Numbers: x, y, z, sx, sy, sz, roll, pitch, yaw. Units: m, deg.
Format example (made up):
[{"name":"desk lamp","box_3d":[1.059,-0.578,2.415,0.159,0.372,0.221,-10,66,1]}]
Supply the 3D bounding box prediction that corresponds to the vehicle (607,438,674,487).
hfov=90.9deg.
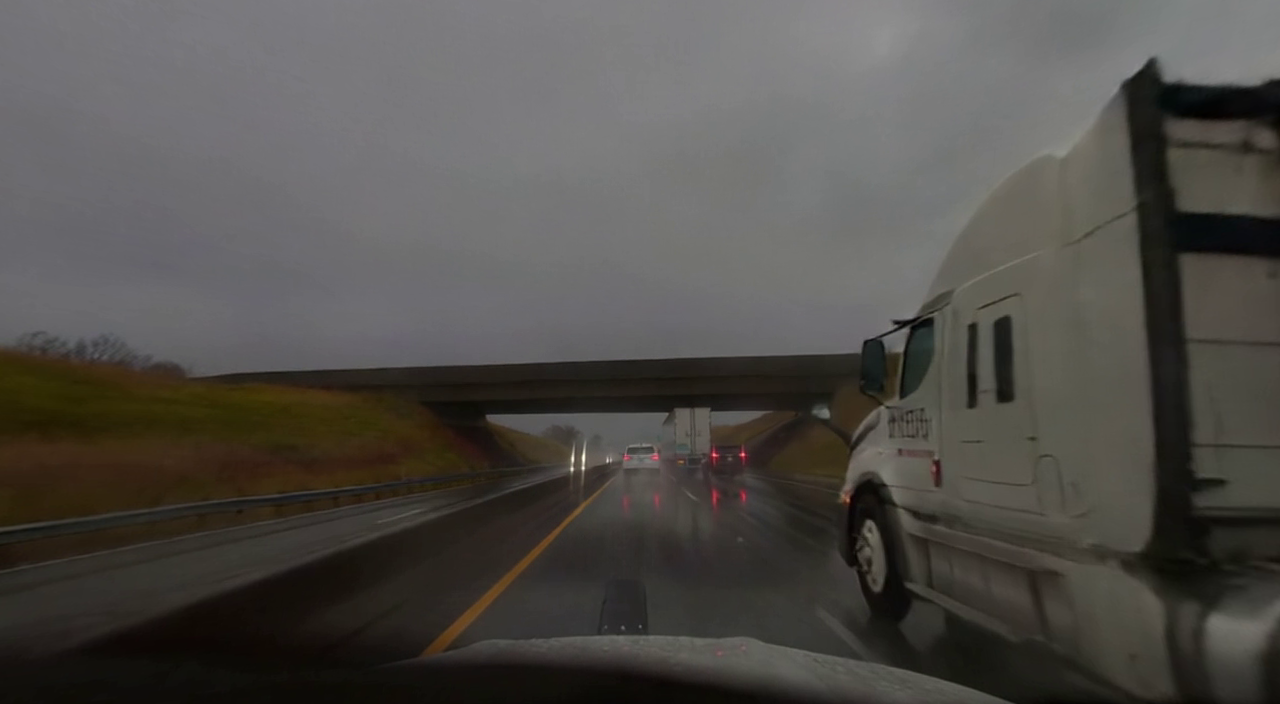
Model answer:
[{"name":"vehicle","box_3d":[0.007,4.032,23.224,2.256,1.615,4.114,-1,-9,0]}]

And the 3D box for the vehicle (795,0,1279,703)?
[{"name":"vehicle","box_3d":[3.009,-0.225,2.768,2.987,3.897,5.990,-1,-9,0]}]

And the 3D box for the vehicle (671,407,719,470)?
[{"name":"vehicle","box_3d":[3.675,6.079,43.889,2.948,3.974,6.480,-1,-9,2]}]

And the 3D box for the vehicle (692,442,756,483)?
[{"name":"vehicle","box_3d":[3.340,4.480,25.799,1.972,1.505,3.946,0,-9,-1]}]
